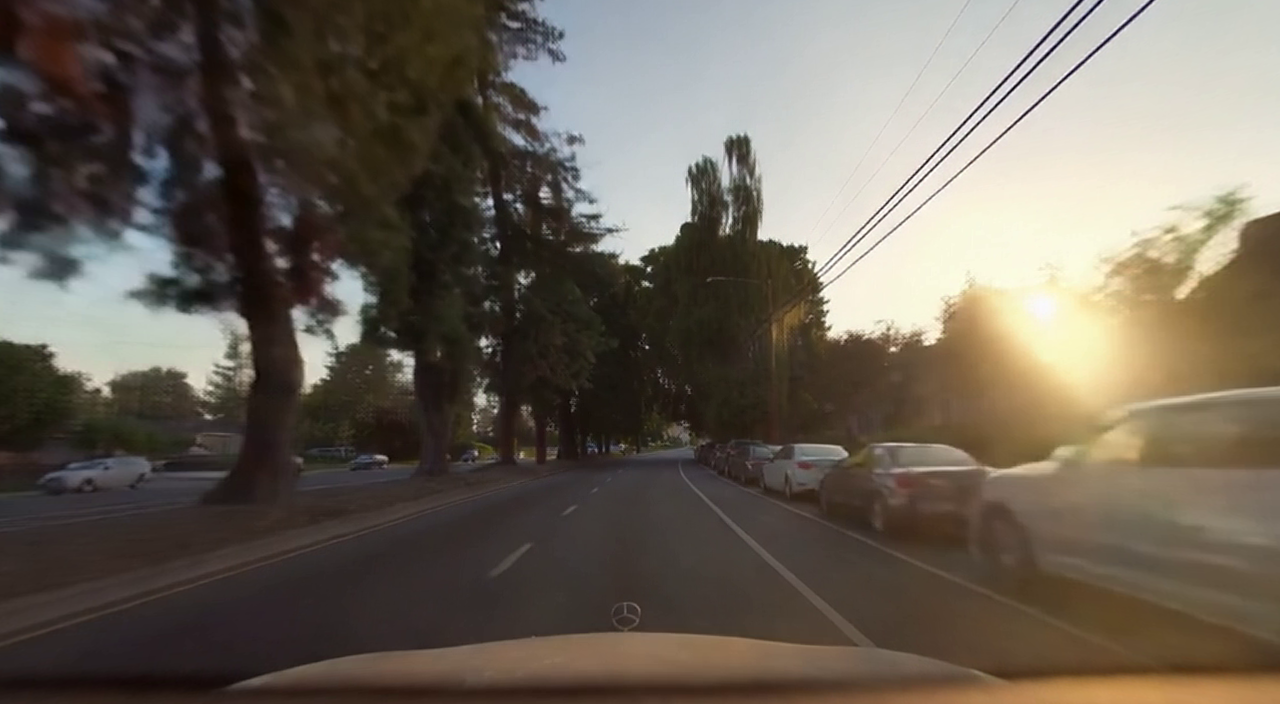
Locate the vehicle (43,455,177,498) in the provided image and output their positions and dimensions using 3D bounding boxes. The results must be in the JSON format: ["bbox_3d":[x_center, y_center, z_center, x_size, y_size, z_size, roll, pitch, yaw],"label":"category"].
[{"bbox_3d":[-23.566,5.508,28.393,1.967,1.467,4.769,-2,-7,0],"label":"vehicle"}]

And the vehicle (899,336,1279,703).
[{"bbox_3d":[4.102,1.076,4.558,2.057,1.846,5.475,0,-9,-1],"label":"vehicle"}]

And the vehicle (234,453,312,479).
[{"bbox_3d":[-23.039,7.166,39.902,1.915,1.492,4.565,-1,-9,4],"label":"vehicle"}]
